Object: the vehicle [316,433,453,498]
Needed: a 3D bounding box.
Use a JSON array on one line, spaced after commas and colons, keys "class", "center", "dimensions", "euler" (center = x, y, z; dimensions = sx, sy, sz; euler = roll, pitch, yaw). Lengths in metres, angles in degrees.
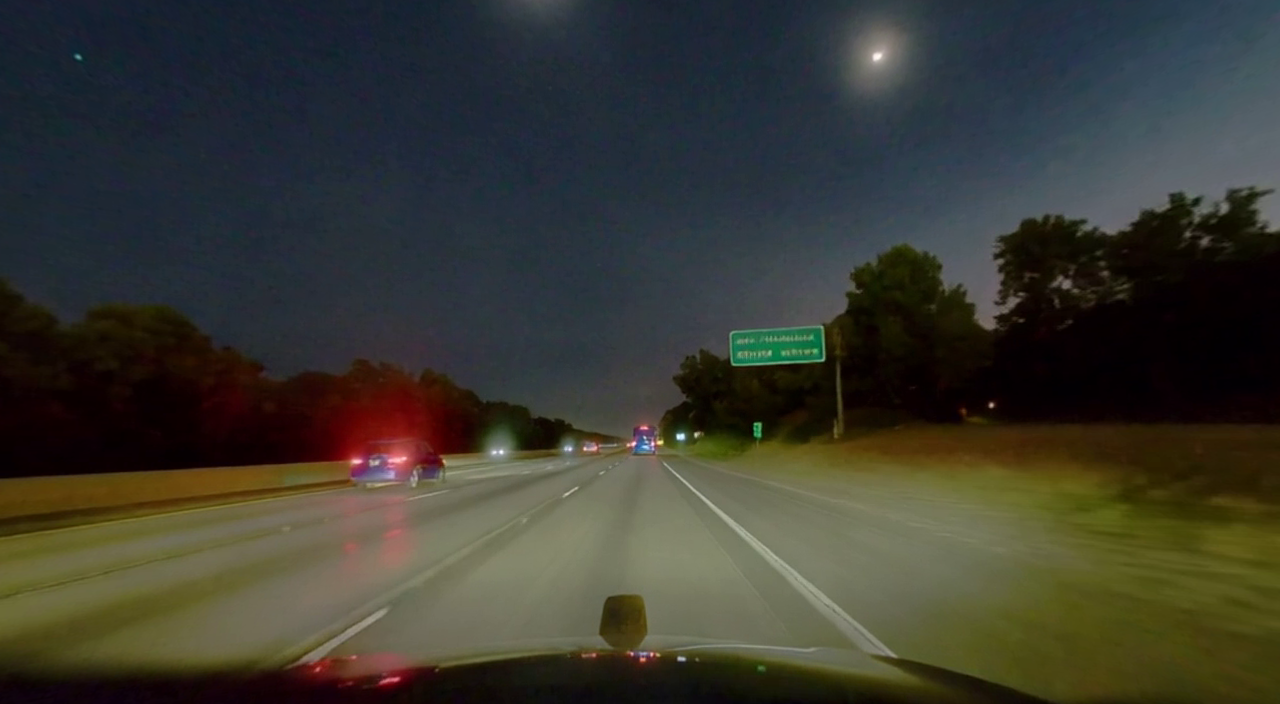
[{"class": "vehicle", "center": [-7.392, 3.325, 18.893], "dimensions": [2.080, 1.674, 4.660], "euler": [0, -8, 1]}]
